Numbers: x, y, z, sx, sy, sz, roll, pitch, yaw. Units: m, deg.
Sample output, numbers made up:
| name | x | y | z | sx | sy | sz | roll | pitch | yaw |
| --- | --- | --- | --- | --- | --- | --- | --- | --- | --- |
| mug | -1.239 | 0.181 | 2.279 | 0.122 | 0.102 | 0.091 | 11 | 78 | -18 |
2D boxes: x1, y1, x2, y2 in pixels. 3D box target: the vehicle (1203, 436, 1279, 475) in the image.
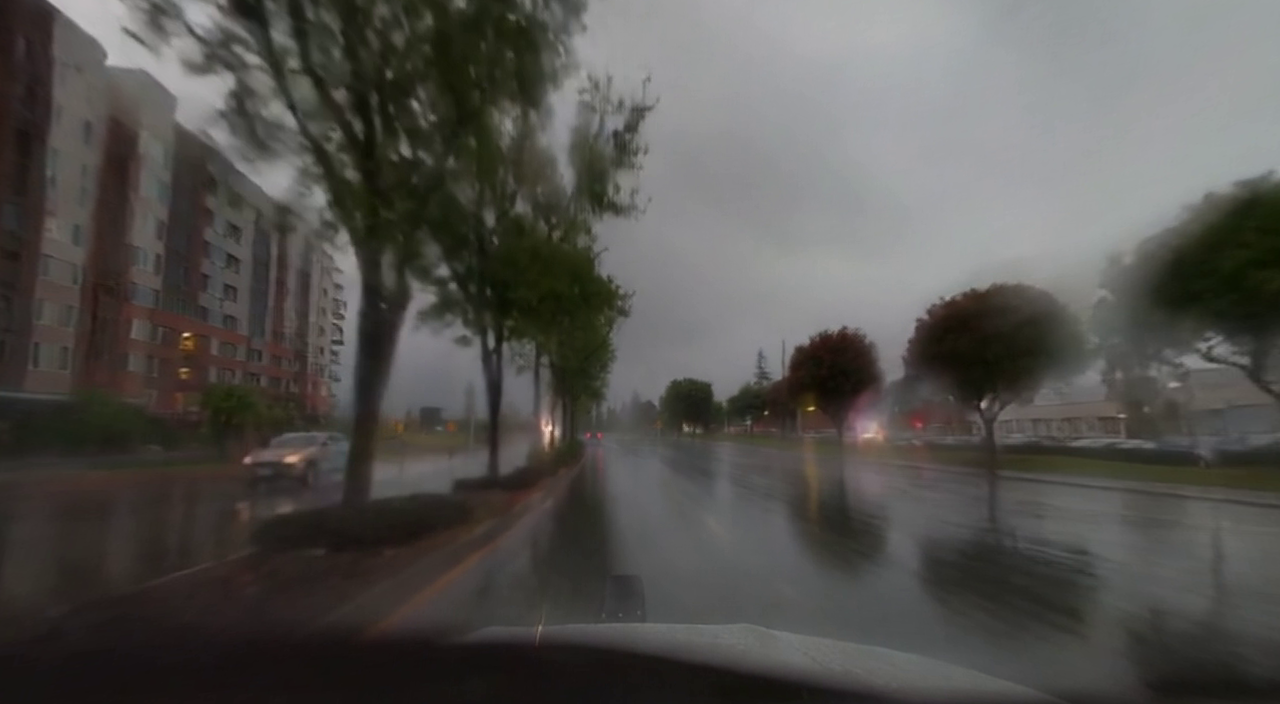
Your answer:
| name | x | y | z | sx | sy | sz | roll | pitch | yaw |
| --- | --- | --- | --- | --- | --- | --- | --- | --- | --- |
| vehicle | 26.840 | 4.316 | 26.517 | 4.442 | 1.557 | 1.924 | 0 | -9 | 1 |

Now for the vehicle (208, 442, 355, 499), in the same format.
| name | x | y | z | sx | sy | sz | roll | pitch | yaw |
| --- | --- | --- | --- | --- | --- | --- | --- | --- | --- |
| vehicle | -10.548 | 3.496 | 19.038 | 1.963 | 1.518 | 4.278 | 0 | -9 | -1 |
